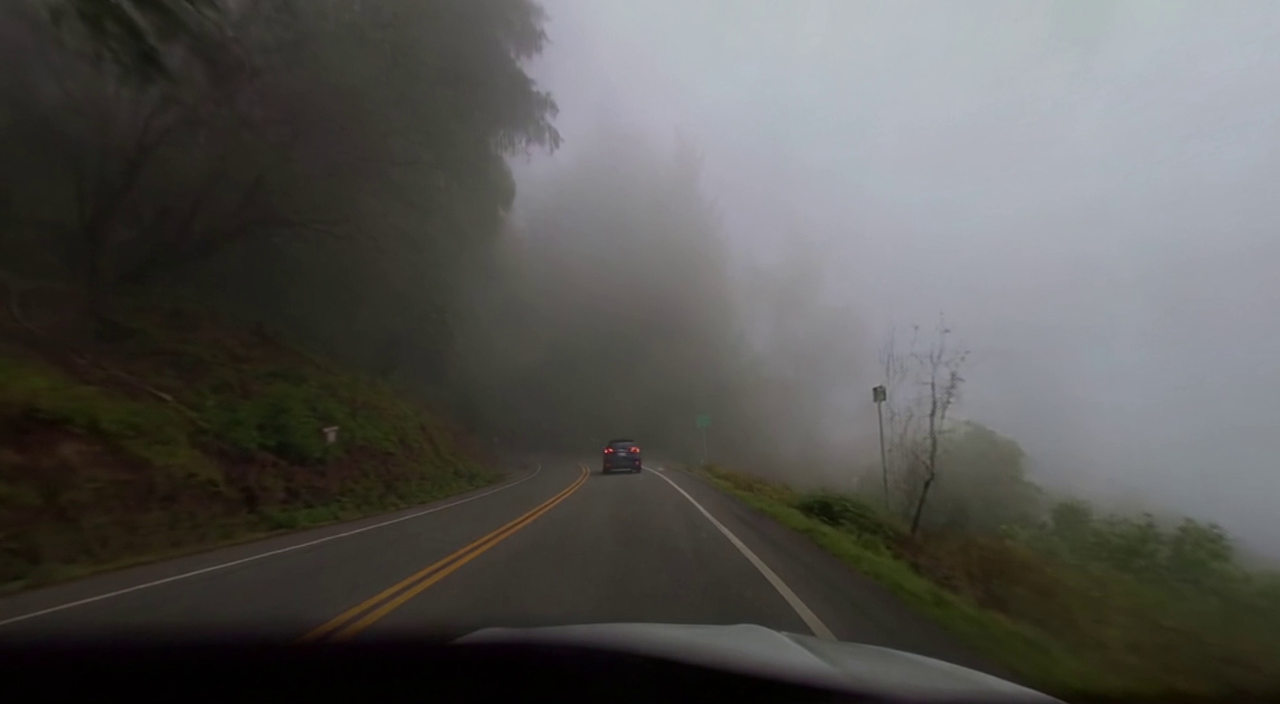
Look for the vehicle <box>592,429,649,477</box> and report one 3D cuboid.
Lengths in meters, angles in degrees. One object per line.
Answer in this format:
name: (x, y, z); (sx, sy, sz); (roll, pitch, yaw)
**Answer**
vehicle: (-1.020, 4.946, 31.061); (2.469, 1.953, 5.605); (-3, -8, -3)
